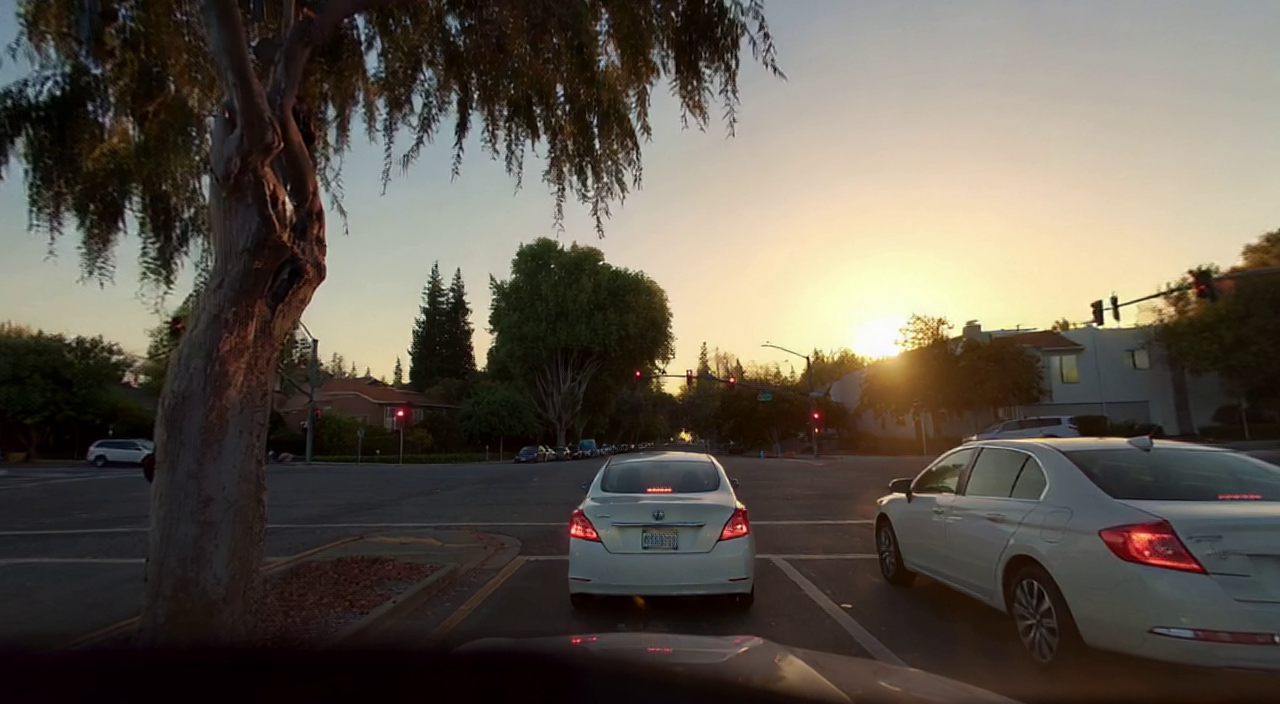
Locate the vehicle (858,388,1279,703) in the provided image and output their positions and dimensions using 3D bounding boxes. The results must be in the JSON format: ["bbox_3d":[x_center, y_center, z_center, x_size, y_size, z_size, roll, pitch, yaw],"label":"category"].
[{"bbox_3d":[3.177,1.123,3.898,1.931,1.493,4.555,0,-8,-1],"label":"vehicle"}]

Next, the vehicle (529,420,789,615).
[{"bbox_3d":[0.103,1.563,6.874,2.017,1.485,3.813,0,-8,-1],"label":"vehicle"}]

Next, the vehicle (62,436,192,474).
[{"bbox_3d":[-24.280,4.870,29.986,4.450,1.684,1.894,0,-8,0],"label":"vehicle"}]
